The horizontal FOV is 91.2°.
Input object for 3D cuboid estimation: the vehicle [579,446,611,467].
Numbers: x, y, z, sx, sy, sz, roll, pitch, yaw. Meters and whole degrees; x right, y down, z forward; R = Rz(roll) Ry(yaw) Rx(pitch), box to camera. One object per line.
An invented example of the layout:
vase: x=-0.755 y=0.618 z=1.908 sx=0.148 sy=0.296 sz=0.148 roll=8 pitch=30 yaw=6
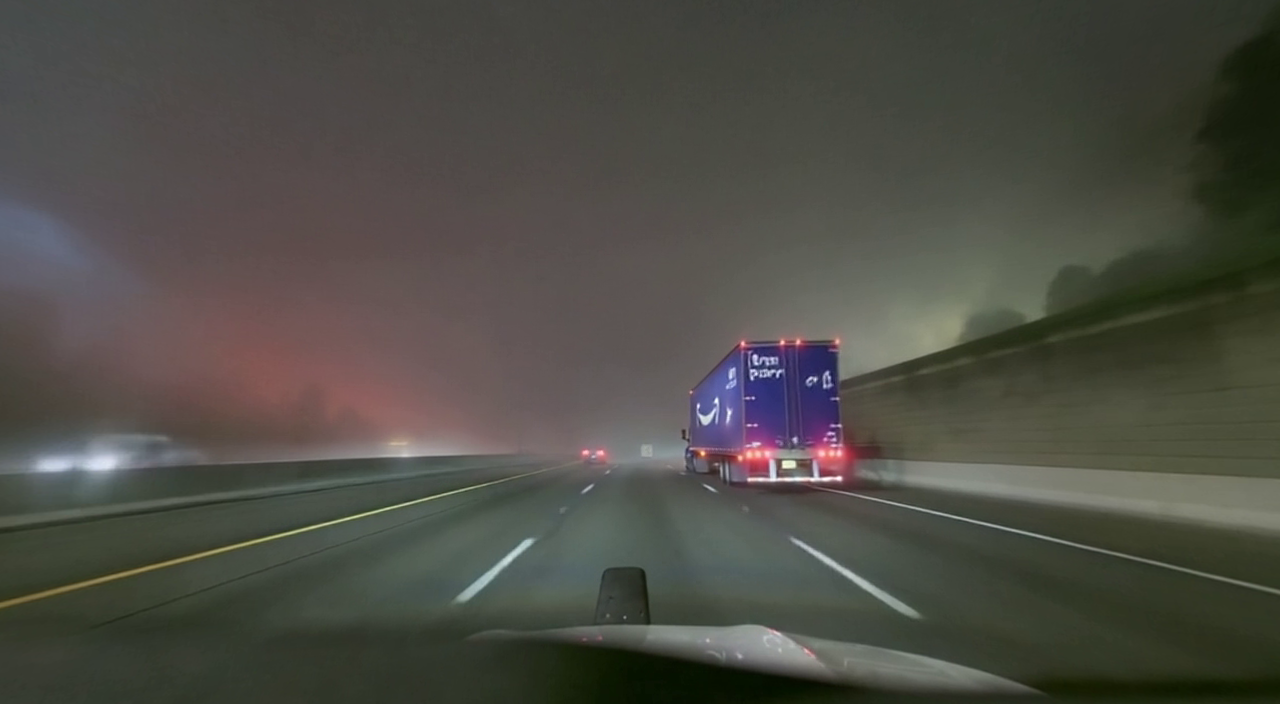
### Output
vehicle: x=-3.483 y=8.249 z=49.618 sx=2.200 sy=1.562 sz=4.959 roll=0 pitch=-8 yaw=0

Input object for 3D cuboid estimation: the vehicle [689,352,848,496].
vehicle: x=4.238 y=3.240 z=26.097 sx=2.928 sy=4.021 sz=17.190 roll=0 pitch=-8 yaw=0
